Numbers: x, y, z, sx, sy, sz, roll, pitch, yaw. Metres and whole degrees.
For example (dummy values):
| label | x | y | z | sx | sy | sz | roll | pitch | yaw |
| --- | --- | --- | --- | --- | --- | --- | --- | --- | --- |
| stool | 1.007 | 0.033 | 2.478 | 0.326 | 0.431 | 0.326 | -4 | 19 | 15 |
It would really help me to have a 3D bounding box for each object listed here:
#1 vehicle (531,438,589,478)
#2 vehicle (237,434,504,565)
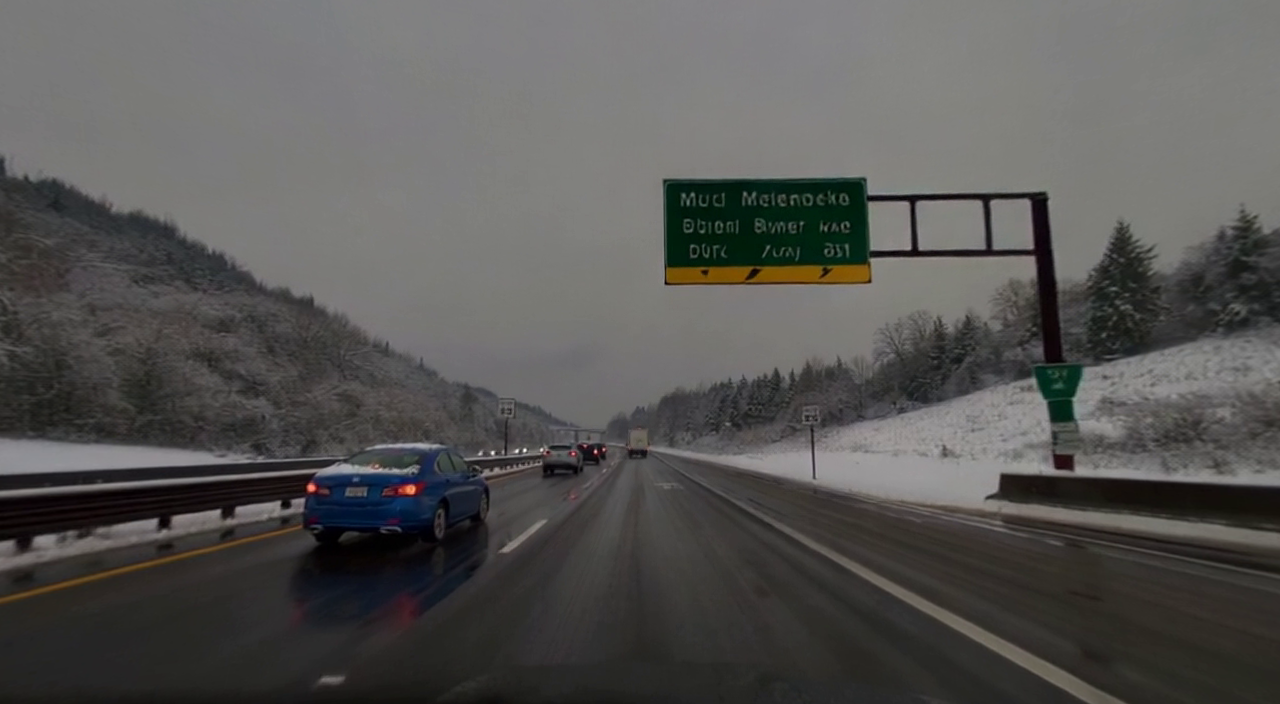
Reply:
| label | x | y | z | sx | sy | sz | roll | pitch | yaw |
| --- | --- | --- | --- | --- | --- | --- | --- | --- | --- |
| vehicle | -3.563 | 4.836 | 28.910 | 2.073 | 1.694 | 4.162 | 0 | -9 | 1 |
| vehicle | -3.514 | 2.004 | 9.376 | 1.988 | 1.440 | 4.504 | 0 | -9 | 0 |
